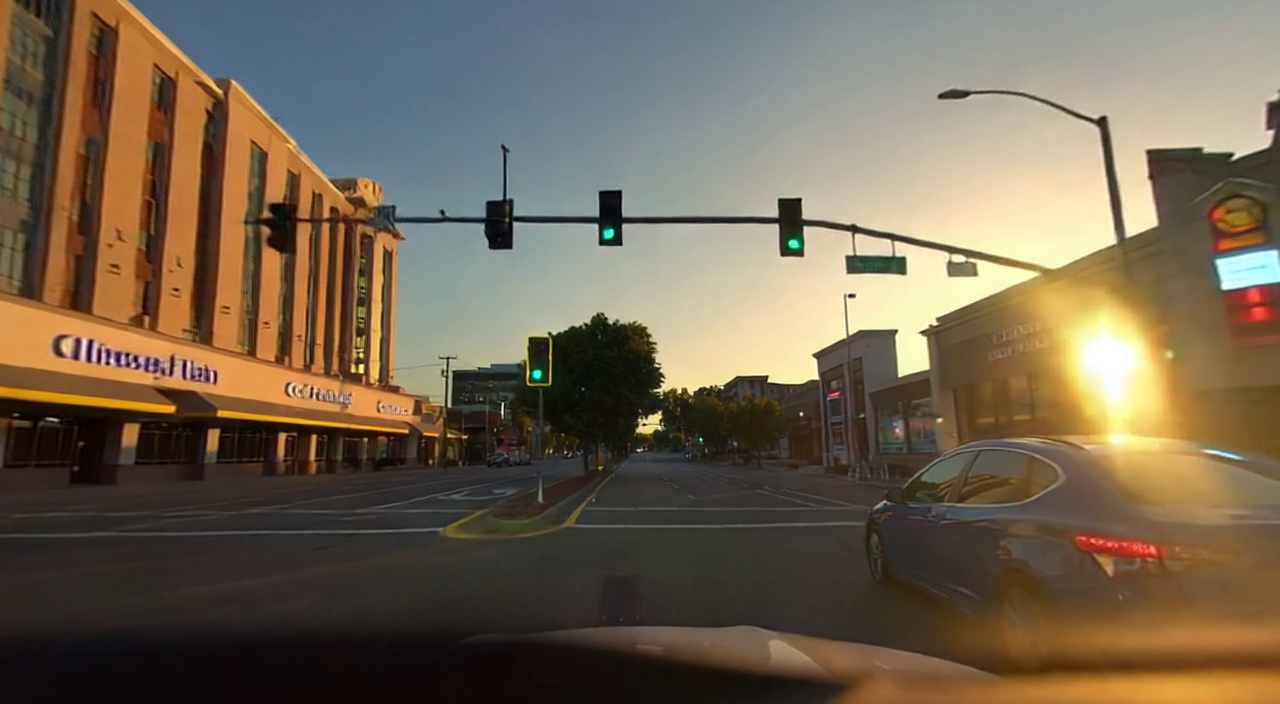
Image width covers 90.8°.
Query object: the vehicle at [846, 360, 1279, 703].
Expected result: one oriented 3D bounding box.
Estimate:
[{"bbox_3d":[3.234,1.151,4.152,2.015,1.641,4.995,0,-9,-1],"label":"vehicle"}]
